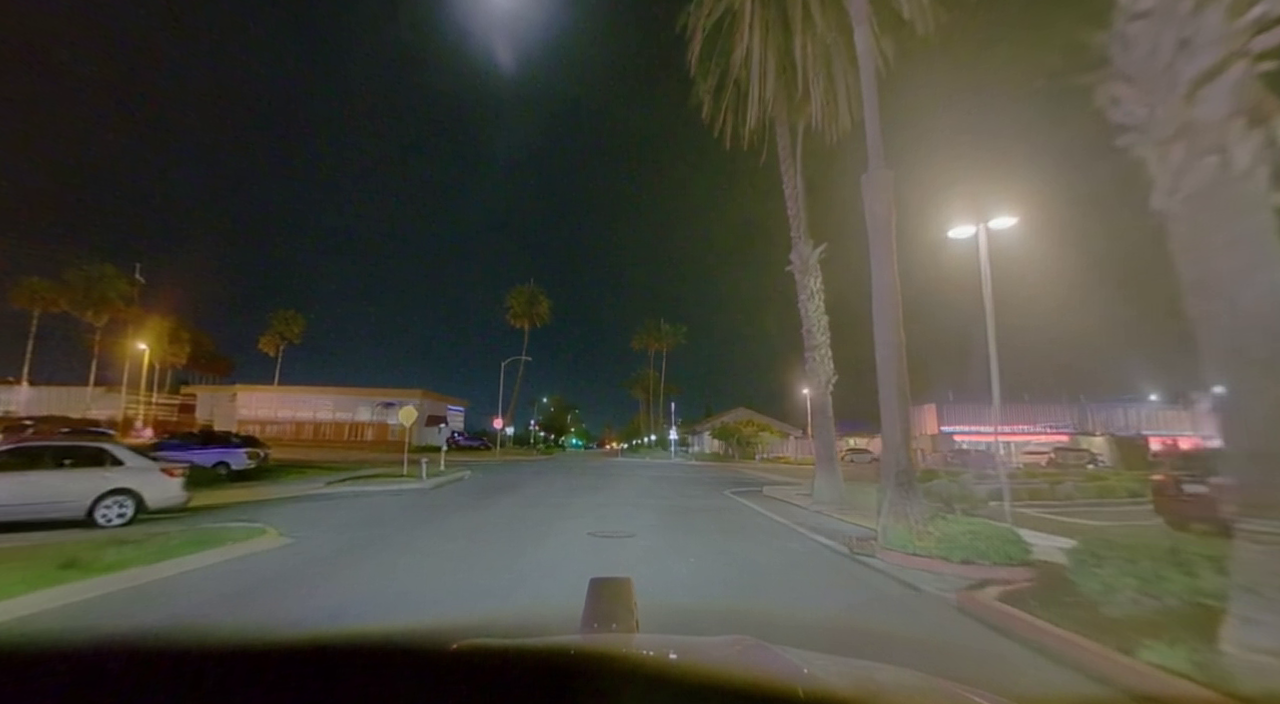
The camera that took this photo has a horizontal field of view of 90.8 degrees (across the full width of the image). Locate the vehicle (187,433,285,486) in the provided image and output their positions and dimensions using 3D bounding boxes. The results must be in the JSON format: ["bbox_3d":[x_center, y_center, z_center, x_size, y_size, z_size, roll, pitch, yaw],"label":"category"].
[{"bbox_3d":[-12.789,3.429,20.318,1.860,1.485,4.641,4,-10,-23],"label":"vehicle"}]

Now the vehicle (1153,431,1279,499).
[{"bbox_3d":[17.447,3.048,17.263,2.043,1.721,4.722,2,-8,-27],"label":"vehicle"}]

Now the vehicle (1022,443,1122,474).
[{"bbox_3d":[27.499,6.769,40.298,4.839,1.845,2.037,0,-8,-2],"label":"vehicle"}]

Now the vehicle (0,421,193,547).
[{"bbox_3d":[-8.463,1.552,7.465,2.086,1.434,4.809,-3,-9,18],"label":"vehicle"}]
